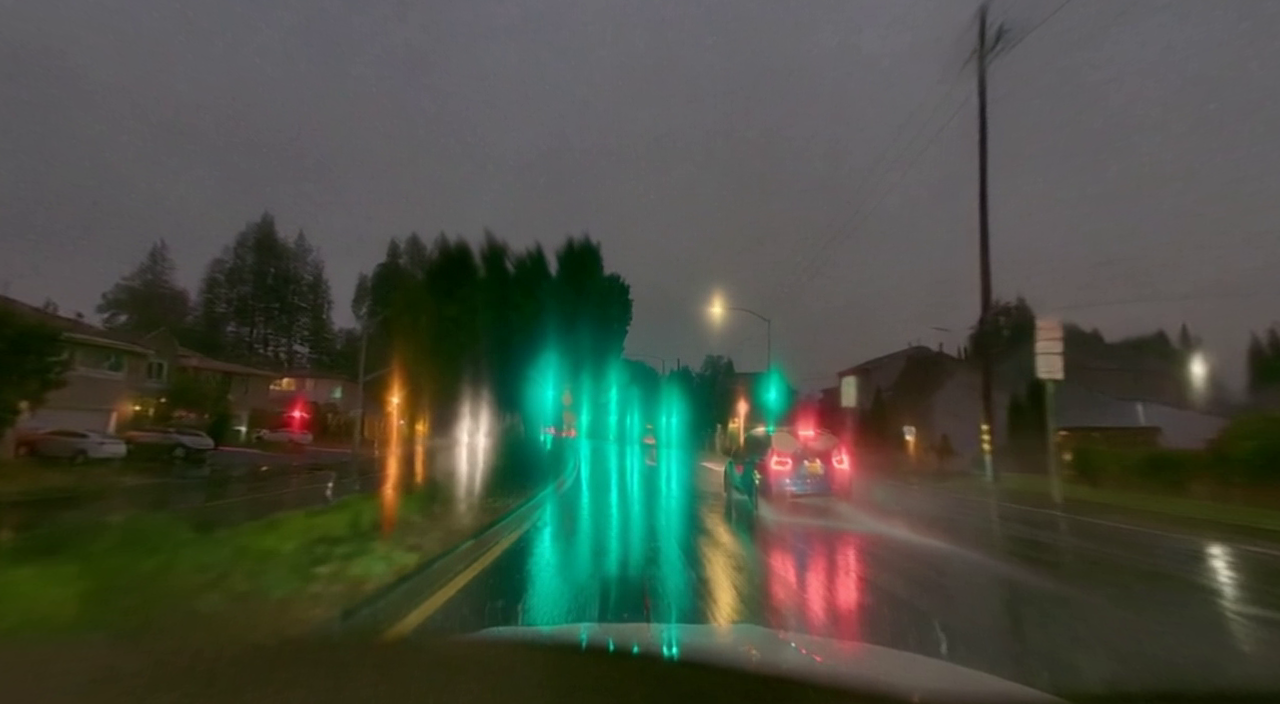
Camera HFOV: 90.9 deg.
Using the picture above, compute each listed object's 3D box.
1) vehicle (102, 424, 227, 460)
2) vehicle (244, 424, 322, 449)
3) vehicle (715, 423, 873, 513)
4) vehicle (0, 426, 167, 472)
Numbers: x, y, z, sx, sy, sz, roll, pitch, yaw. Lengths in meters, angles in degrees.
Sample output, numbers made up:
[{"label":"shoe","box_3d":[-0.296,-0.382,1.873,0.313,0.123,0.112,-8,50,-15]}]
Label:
[{"label":"vehicle","box_3d":[-25.066,4.761,33.384,4.737,1.805,2.049,1,-8,-8]},{"label":"vehicle","box_3d":[-26.727,6.371,47.384,4.583,1.850,2.015,2,-9,-10]},{"label":"vehicle","box_3d":[2.809,2.233,12.561,1.960,1.479,4.086,0,-8,-2]},{"label":"vehicle","box_3d":[-21.058,3.630,23.681,4.717,1.615,2.014,2,-9,-10]}]
